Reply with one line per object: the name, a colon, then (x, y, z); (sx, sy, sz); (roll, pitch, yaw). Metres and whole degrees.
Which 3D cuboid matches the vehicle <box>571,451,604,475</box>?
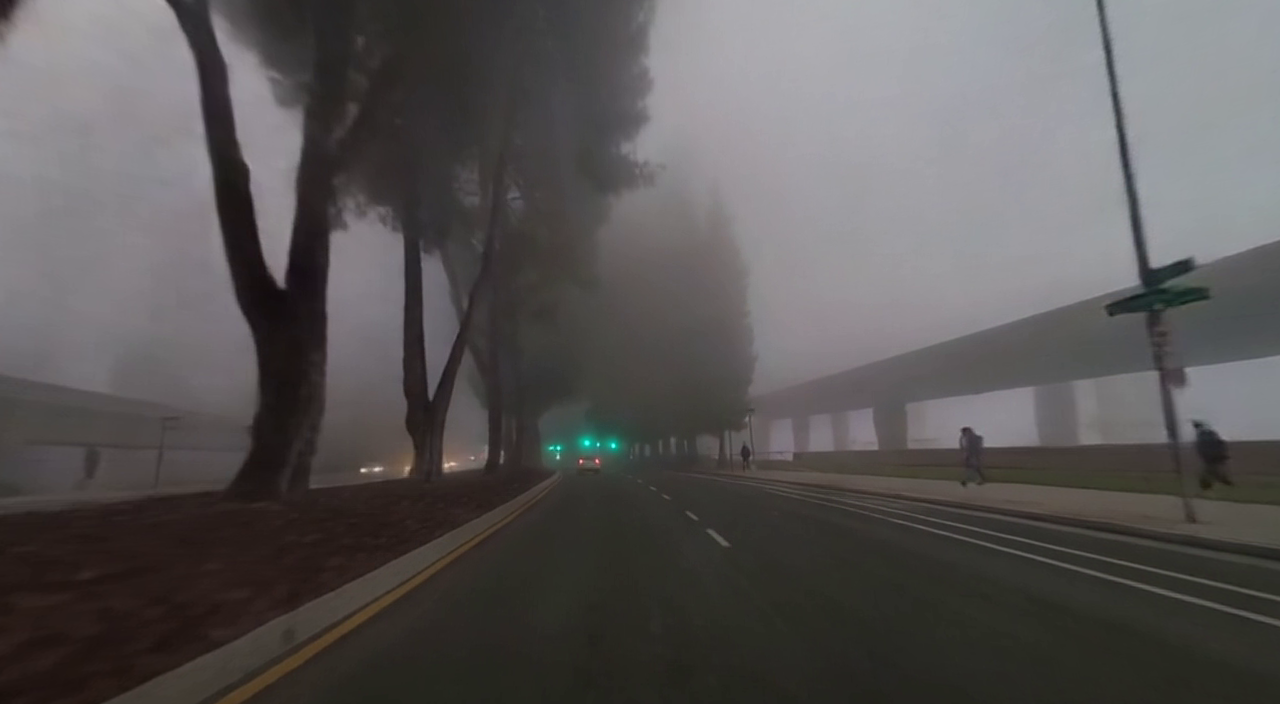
vehicle: (-4.135, 8.602, 49.248); (2.184, 1.713, 4.231); (1, -9, -9)
